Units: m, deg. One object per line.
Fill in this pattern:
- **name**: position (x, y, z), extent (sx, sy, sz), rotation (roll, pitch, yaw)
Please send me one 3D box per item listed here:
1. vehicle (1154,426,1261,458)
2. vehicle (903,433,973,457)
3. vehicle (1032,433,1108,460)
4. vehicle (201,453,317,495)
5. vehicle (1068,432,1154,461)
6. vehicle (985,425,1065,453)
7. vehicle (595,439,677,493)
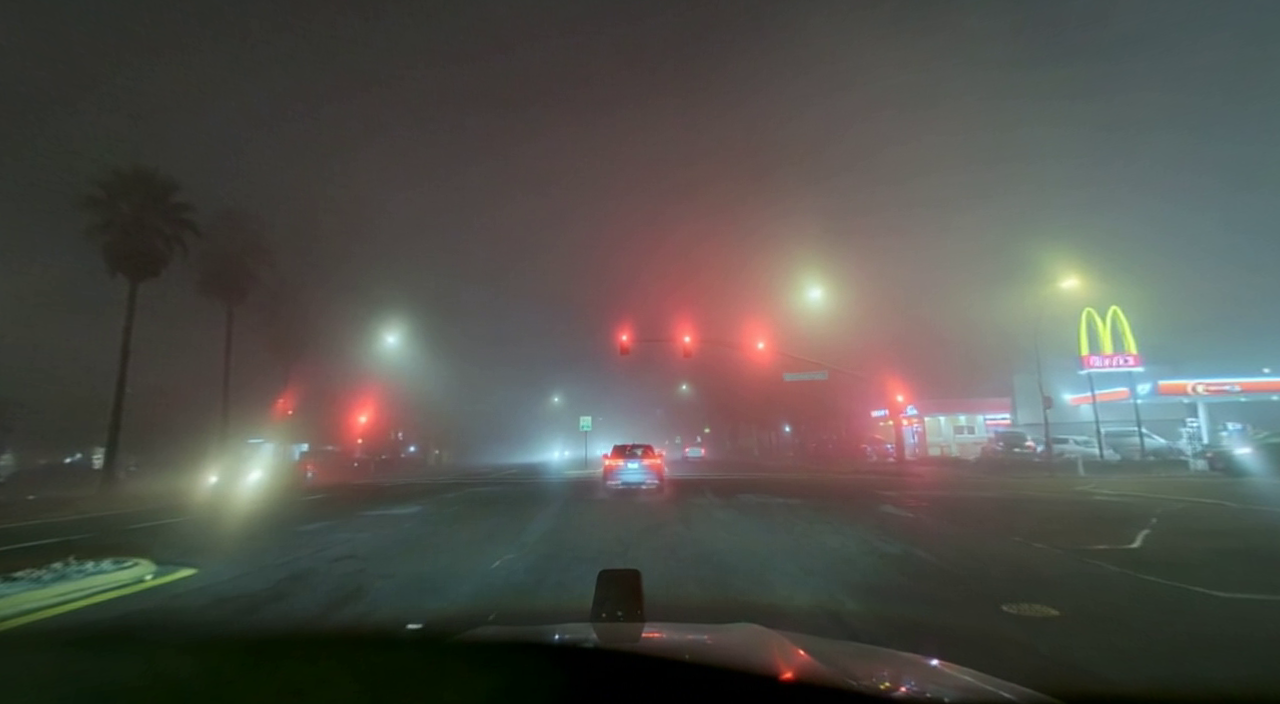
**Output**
- **vehicle**: position (31.816, 5.082, 35.596), extent (1.903, 1.630, 4.320), rotation (0, -9, -1)
- **vehicle**: position (19.497, 6.102, 41.482), extent (3.833, 1.495, 1.892), rotation (-3, -9, 17)
- **vehicle**: position (24.203, 5.348, 35.714), extent (1.738, 1.462, 3.609), rotation (0, -9, 0)
- **vehicle**: position (-15.362, 4.902, 25.805), extent (1.896, 1.508, 4.659), rotation (0, -9, -1)
- **vehicle**: position (26.288, 5.318, 35.442), extent (1.923, 1.501, 3.849), rotation (-1, -9, 2)
- **vehicle**: position (24.504, 5.577, 40.322), extent (3.783, 1.560, 1.853), rotation (-4, -10, 11)
- **vehicle**: position (-0.148, 3.547, 19.989), extent (2.270, 1.475, 4.571), rotation (0, -9, -1)
